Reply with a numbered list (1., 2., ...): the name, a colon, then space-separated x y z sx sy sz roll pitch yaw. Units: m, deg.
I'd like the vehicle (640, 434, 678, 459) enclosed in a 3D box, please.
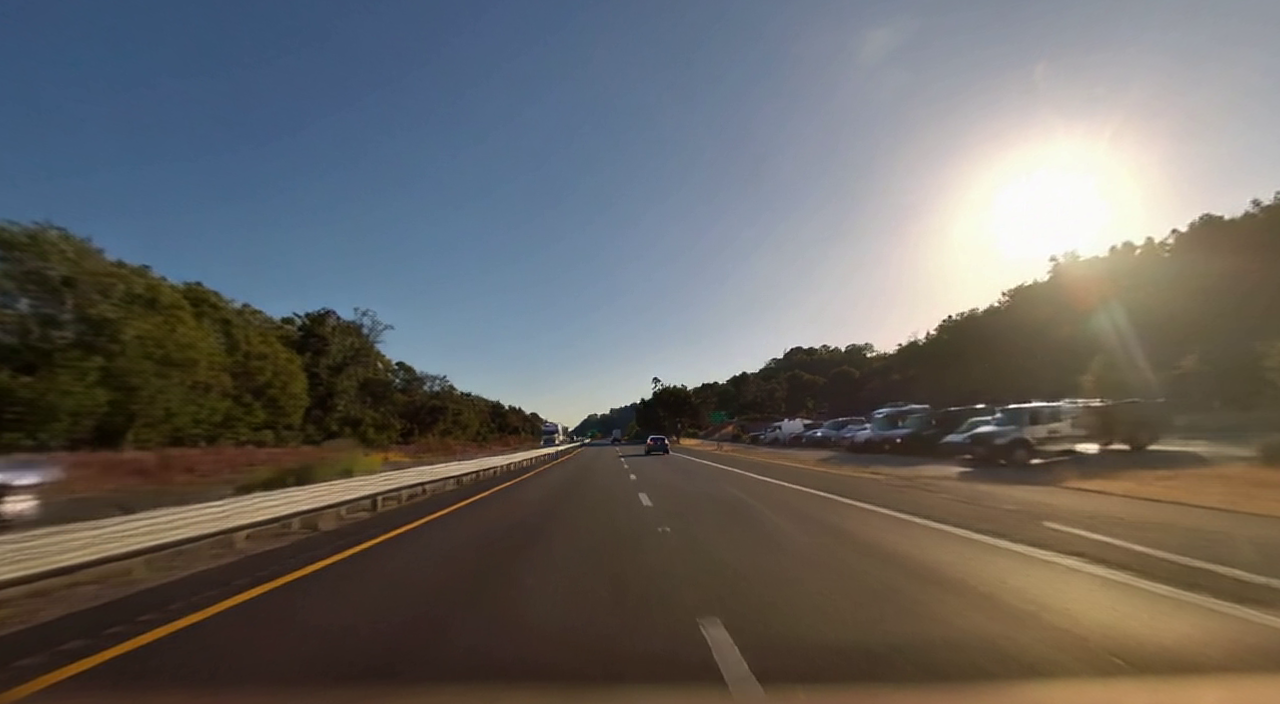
1. vehicle: 1.137 5.843 39.081 2.037 1.504 4.248 0 -8 -2
